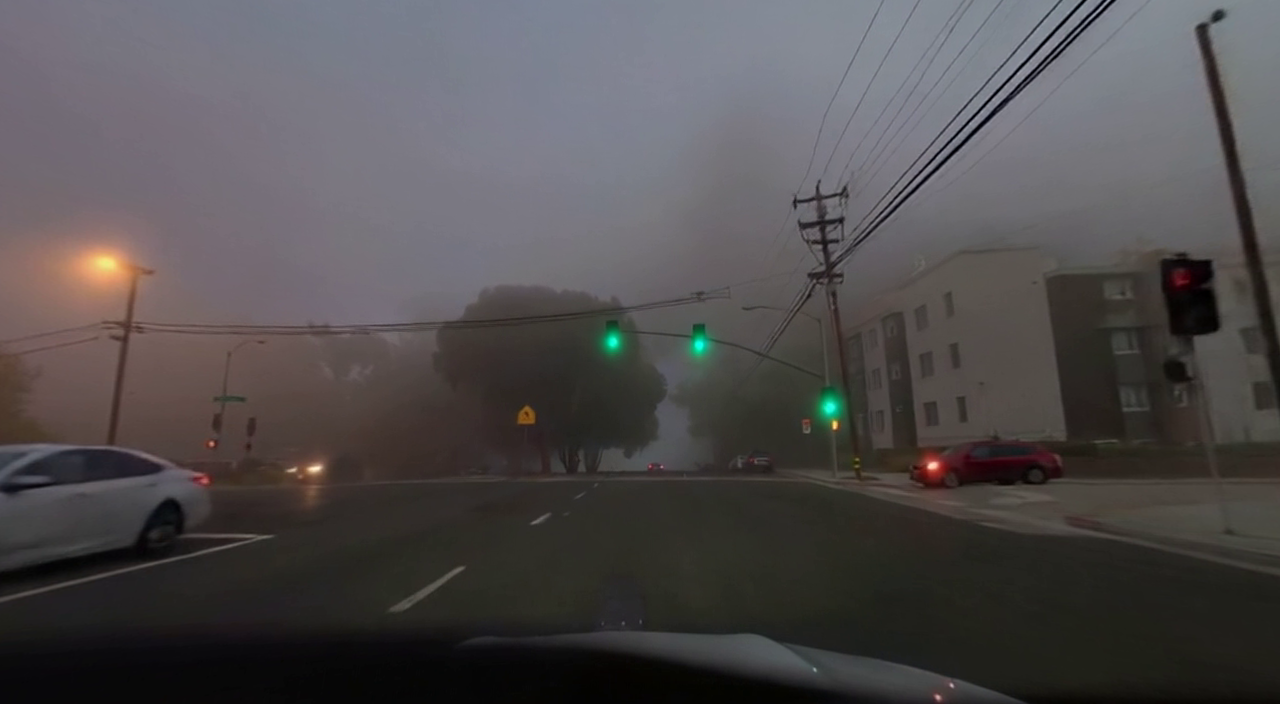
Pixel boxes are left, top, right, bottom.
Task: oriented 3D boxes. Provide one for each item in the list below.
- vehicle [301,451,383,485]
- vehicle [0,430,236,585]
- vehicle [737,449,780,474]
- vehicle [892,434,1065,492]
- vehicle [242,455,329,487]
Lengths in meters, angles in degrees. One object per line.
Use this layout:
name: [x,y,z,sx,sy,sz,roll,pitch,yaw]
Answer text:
vehicle: [-15.675,6.100,33.508,1.951,1.595,4.548,-1,-8,3]
vehicle: [-7.092,1.630,6.986,1.953,1.471,4.744,0,-8,2]
vehicle: [7.698,7.175,41.472,1.875,1.481,4.434,0,-8,-1]
vehicle: [10.247,3.371,19.385,4.171,1.654,1.919,-1,-8,5]
vehicle: [-19.226,6.458,34.525,1.878,1.561,4.745,0,-8,2]
